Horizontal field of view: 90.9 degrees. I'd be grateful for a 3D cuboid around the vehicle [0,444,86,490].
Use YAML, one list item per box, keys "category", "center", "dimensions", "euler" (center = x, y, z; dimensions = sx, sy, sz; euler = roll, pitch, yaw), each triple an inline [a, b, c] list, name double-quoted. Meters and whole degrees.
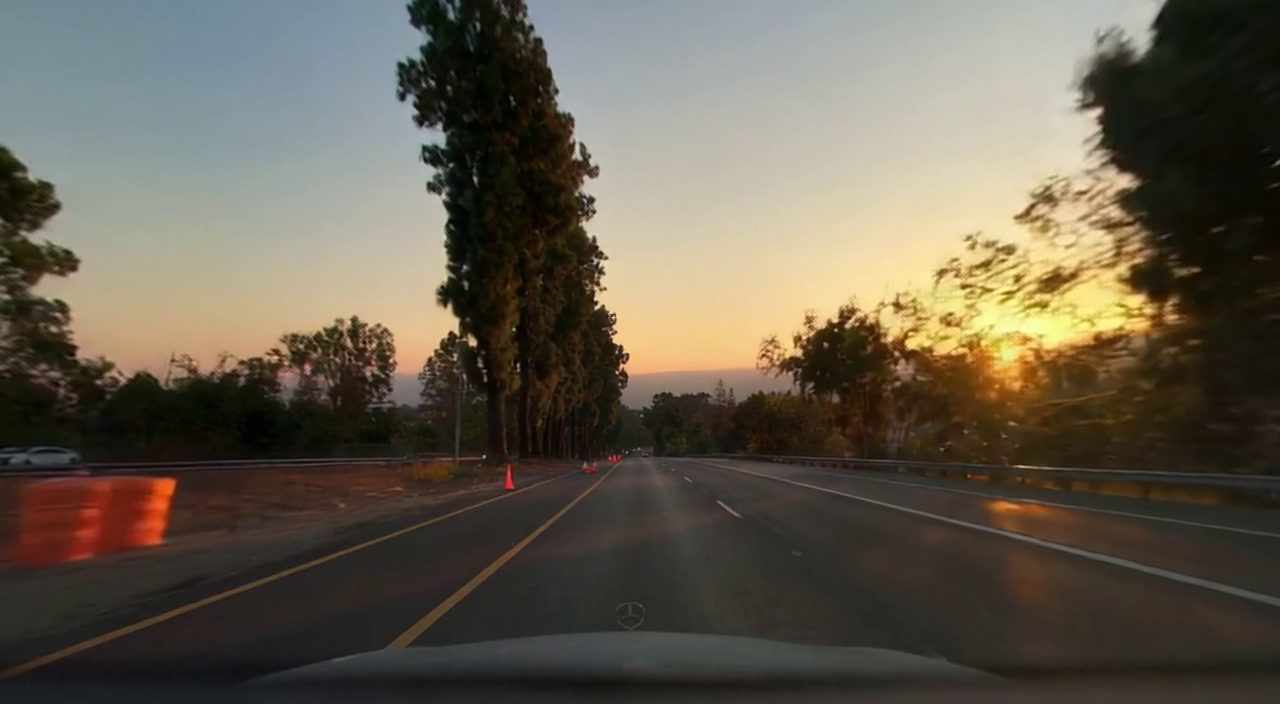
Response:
- category: "vehicle"
  center: [-34.701, 6.258, 34.256]
  dimensions: [2.624, 2.241, 7.387]
  euler: [-1, -6, -1]
